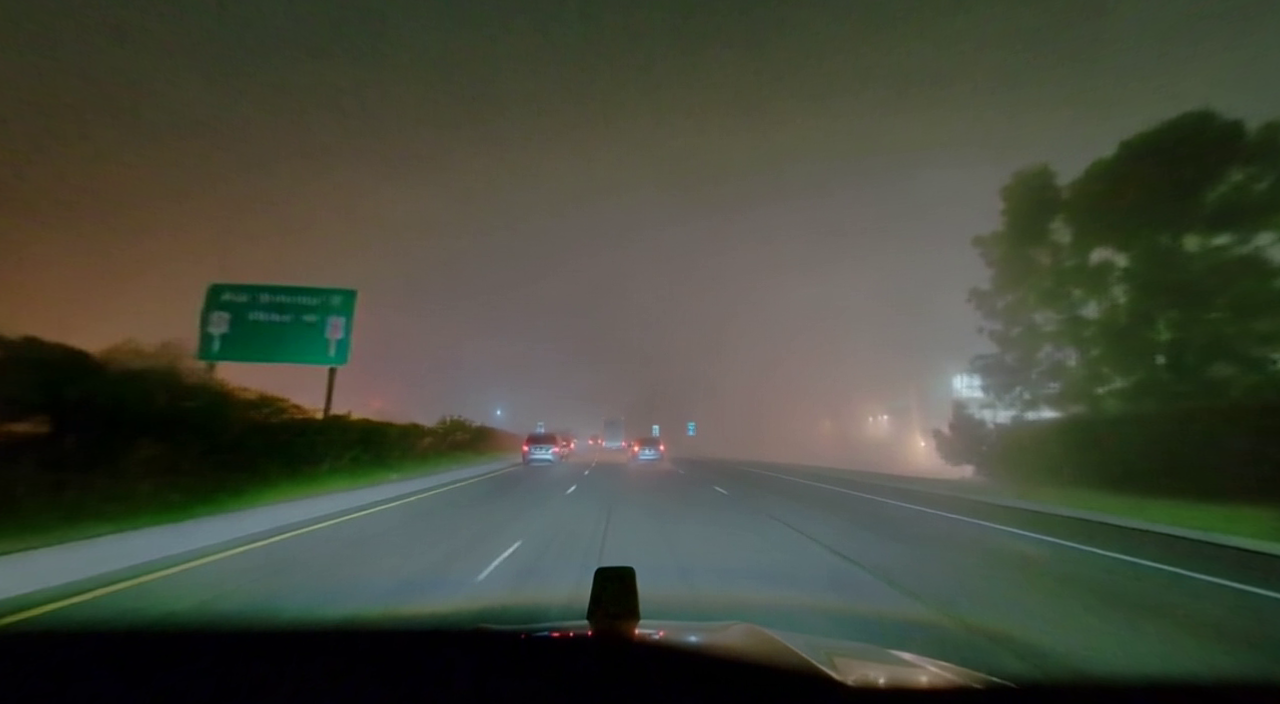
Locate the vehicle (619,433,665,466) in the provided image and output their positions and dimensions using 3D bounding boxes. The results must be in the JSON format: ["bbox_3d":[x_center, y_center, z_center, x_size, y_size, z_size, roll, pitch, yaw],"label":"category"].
[{"bbox_3d":[0.018,5.187,33.531,2.078,1.608,3.982,0,-8,-5],"label":"vehicle"}]

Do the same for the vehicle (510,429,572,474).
[{"bbox_3d":[-4.156,4.242,27.006,2.080,1.733,4.410,0,-8,-2],"label":"vehicle"}]
